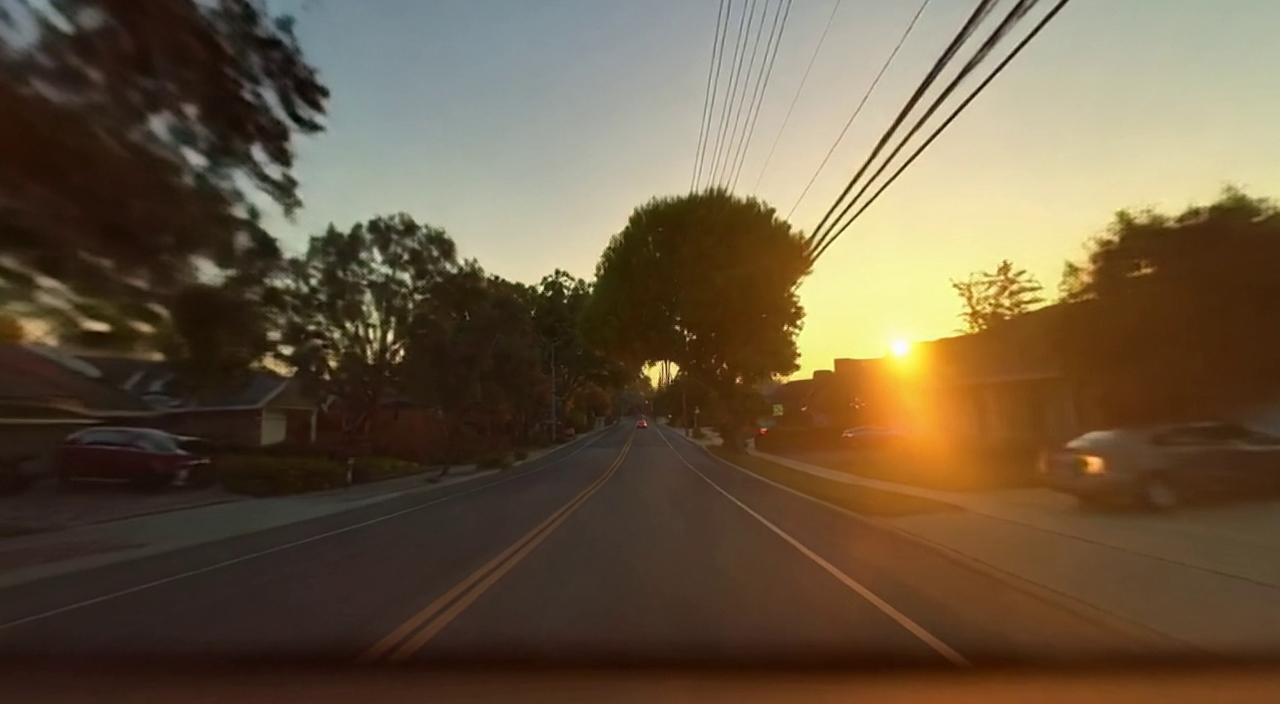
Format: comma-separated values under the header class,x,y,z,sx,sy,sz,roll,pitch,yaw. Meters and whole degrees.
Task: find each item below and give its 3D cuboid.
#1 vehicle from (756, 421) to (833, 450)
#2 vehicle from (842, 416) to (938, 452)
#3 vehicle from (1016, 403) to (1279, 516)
class,x,y,z,sx,sy,sz,roll,pitch,yaw
vehicle,10.743,5.800,43.887,4.707,1.794,2.303,-4,-4,30
vehicle,15.124,5.013,38.139,5.046,1.548,2.174,-10,-13,24
vehicle,9.716,1.901,11.355,4.512,1.828,2.038,0,-8,0
